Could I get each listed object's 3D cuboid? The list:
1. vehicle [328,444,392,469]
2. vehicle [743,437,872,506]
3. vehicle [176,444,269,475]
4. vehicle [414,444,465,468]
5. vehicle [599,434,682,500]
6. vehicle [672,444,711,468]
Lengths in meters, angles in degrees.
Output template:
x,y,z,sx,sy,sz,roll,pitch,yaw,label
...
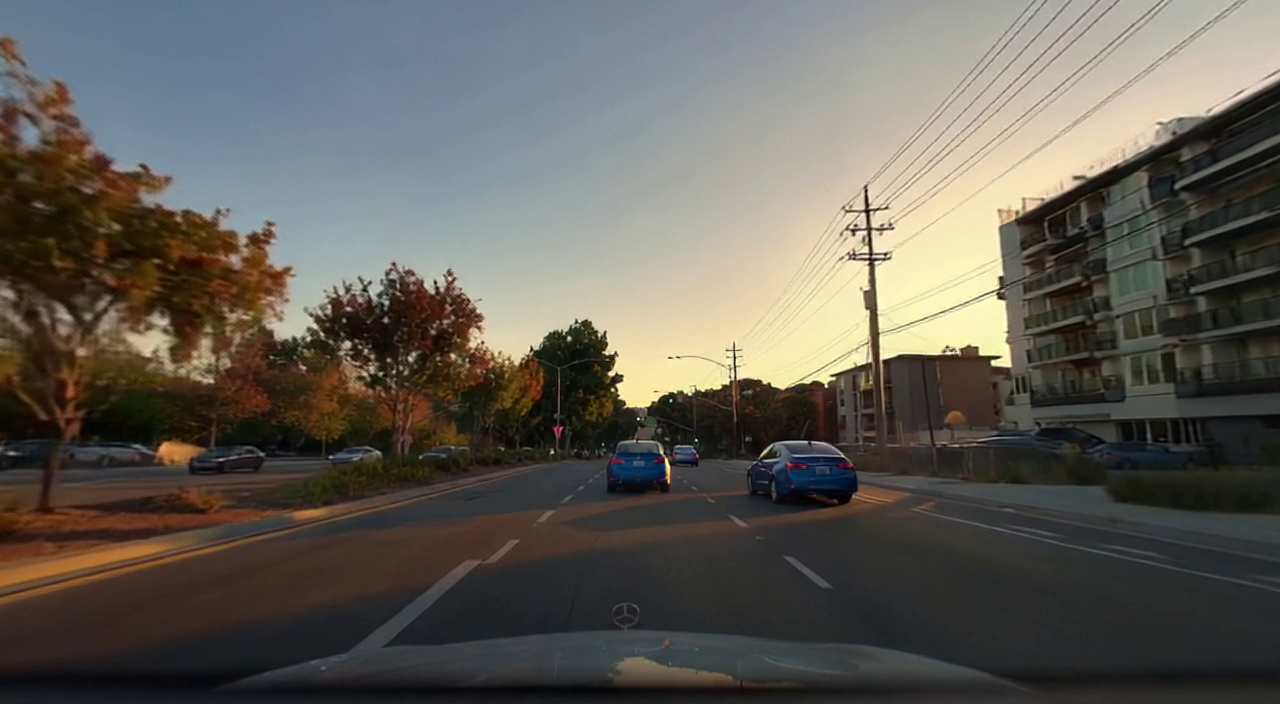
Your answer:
x,y,z,sx,sy,sz,roll,pitch,yaw,label
-17.406,6.498,39.506,1.873,1.459,4.447,0,-9,1,vehicle
4.140,3.023,16.467,2.086,1.534,4.351,0,-9,-1,vehicle
-21.607,5.552,32.924,1.821,1.485,4.393,0,-9,0,vehicle
-13.776,7.159,43.638,1.981,1.572,4.575,0,-9,0,vehicle
-0.027,3.174,17.804,2.073,1.606,3.933,0,-9,-1,vehicle
3.255,6.724,41.042,2.054,1.461,4.321,0,-9,-1,vehicle
